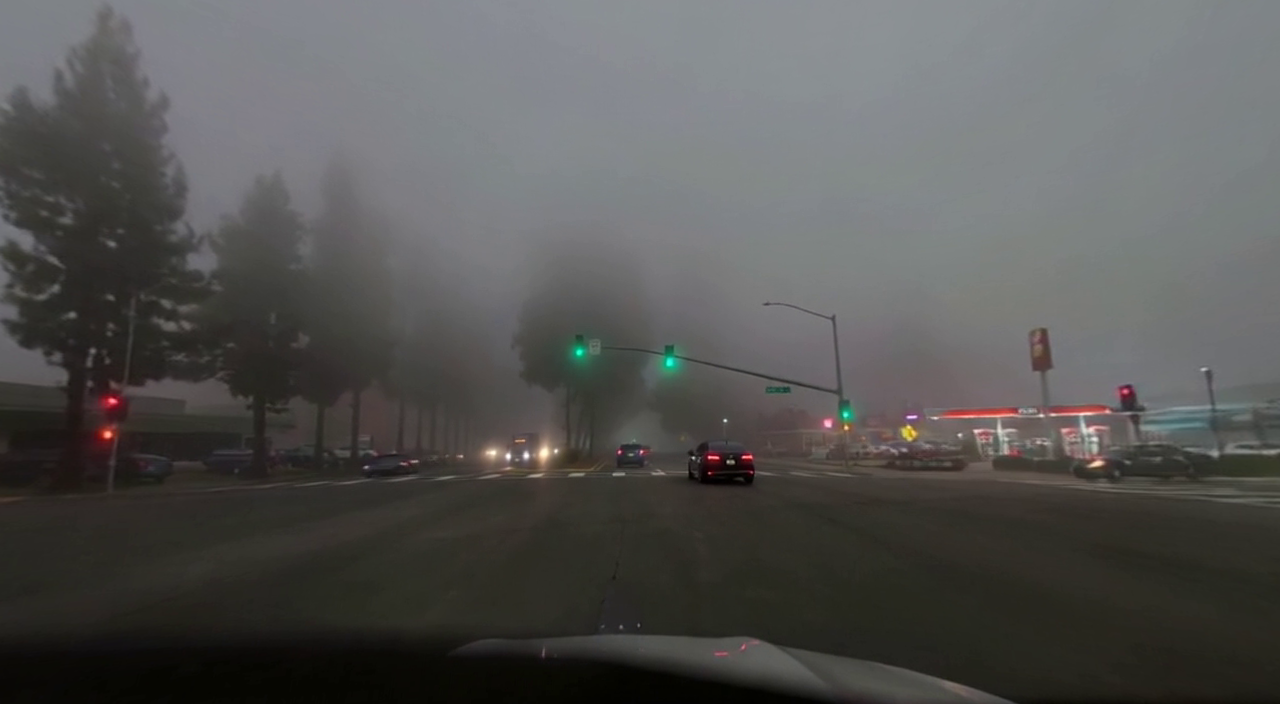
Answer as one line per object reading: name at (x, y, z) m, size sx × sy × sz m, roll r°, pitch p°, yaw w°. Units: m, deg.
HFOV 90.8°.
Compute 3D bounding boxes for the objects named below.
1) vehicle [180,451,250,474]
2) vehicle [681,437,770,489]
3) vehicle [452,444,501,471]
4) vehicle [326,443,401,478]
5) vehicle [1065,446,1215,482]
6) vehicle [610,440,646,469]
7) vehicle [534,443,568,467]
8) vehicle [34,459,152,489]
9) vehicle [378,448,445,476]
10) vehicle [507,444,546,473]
vehicle at (-29.583, 7.689, 44.000) m, size 3.640 × 1.462 × 1.660 m, roll -1°, pitch -8°, yaw 1°
vehicle at (2.617, 3.536, 20.465) m, size 2.061 × 1.487 × 4.462 m, roll 0°, pitch -9°, yaw -3°
vehicle at (-10.035, 6.502, 39.196) m, size 2.165 × 1.557 × 4.515 m, roll 1°, pitch -9°, yaw -5°
vehicle at (-16.629, 6.537, 38.338) m, size 2.191 × 1.926 × 5.787 m, roll 0°, pitch -9°, yaw -3°
vehicle at (21.217, 4.754, 26.969) m, size 4.637 × 1.443 × 2.050 m, roll -1°, pitch -8°, yaw 1°
vehicle at (-0.749, 6.003, 37.261) m, size 2.029 × 1.605 × 3.827 m, roll 0°, pitch -8°, yaw -3°
vehicle at (-6.213, 7.206, 44.566) m, size 1.953 × 1.526 × 4.349 m, roll 0°, pitch -8°, yaw -3°
vehicle at (-28.607, 6.375, 33.138) m, size 4.428 × 1.416 × 1.759 m, roll 0°, pitch -8°, yaw -2°
vehicle at (-13.378, 6.460, 37.407) m, size 2.186 × 1.532 × 5.087 m, roll 0°, pitch -8°, yaw -2°
vehicle at (-6.340, 5.923, 35.540) m, size 1.972 × 1.466 × 4.493 m, roll 2°, pitch -8°, yaw -9°
